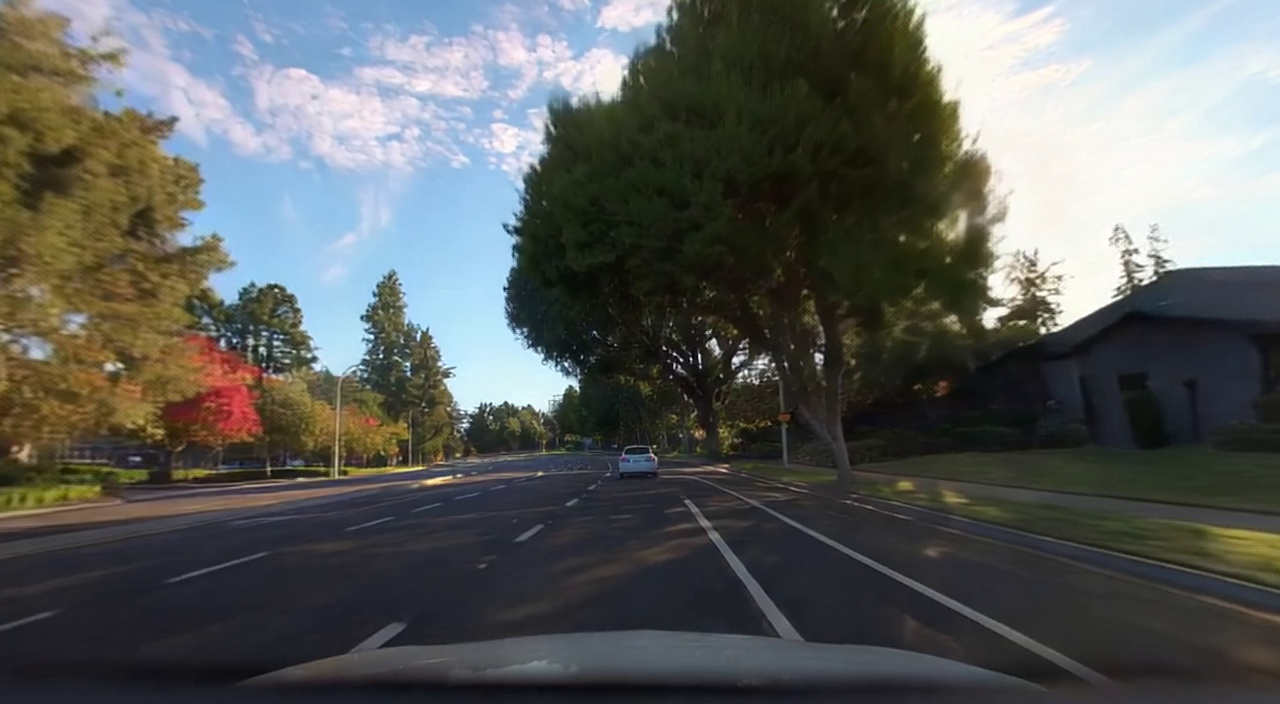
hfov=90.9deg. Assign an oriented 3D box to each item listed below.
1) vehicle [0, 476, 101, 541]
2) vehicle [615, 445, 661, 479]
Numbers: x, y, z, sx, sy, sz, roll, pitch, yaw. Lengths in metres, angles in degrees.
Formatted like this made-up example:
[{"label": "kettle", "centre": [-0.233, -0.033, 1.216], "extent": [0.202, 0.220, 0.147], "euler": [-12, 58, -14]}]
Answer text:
[{"label": "vehicle", "centre": [-17.111, 4.156, 16.779], "extent": [1.824, 1.471, 4.117], "euler": [0, -8, 0]}, {"label": "vehicle", "centre": [-0.062, 5.079, 29.375], "extent": [2.009, 1.456, 4.003], "euler": [0, -8, 1]}]
